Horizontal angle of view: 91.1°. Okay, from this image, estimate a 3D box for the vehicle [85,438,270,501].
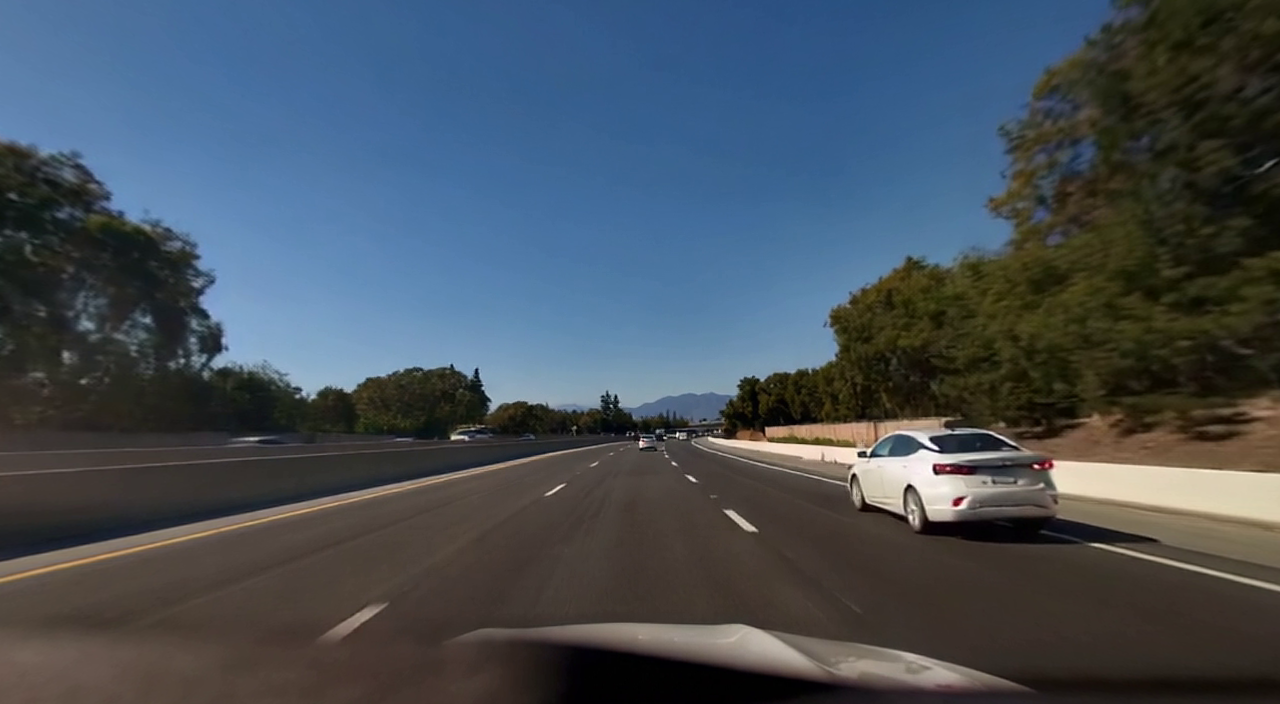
[{"bbox_3d":[-12.292,3.090,17.156,1.842,1.454,4.299,0,-8,-1],"label":"vehicle"}]

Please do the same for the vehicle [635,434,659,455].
[{"bbox_3d":[0.508,6.989,47.516,1.771,1.480,3.781,0,-8,0],"label":"vehicle"}]

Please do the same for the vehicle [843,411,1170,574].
[{"bbox_3d":[4.128,1.606,7.923,1.834,1.548,3.651,0,-8,-1],"label":"vehicle"}]
